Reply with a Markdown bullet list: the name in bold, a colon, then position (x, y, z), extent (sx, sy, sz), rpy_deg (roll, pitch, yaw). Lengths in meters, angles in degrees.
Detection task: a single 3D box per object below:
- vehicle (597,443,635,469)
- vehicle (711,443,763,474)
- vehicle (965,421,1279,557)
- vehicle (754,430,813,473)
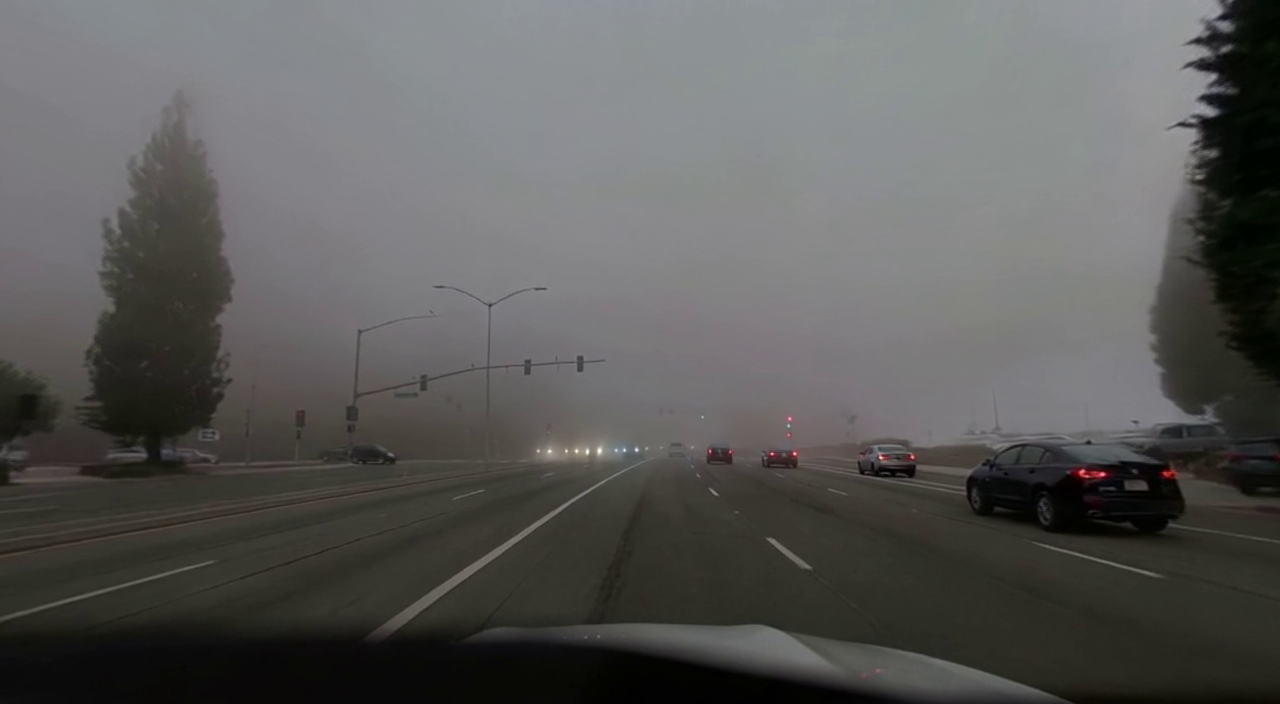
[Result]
- **vehicle**: position (-1.485, 6.732, 40.887), extent (1.958, 1.542, 4.175), rpy_deg (-1, -9, 5)
- **vehicle**: position (5.138, 5.718, 34.056), extent (2.292, 1.563, 4.734), rpy_deg (-1, -9, 2)
- **vehicle**: position (7.412, 2.011, 10.075), extent (2.051, 1.620, 4.702), rpy_deg (-1, -8, 2)
- **vehicle**: position (7.969, 5.606, 35.484), extent (2.186, 2.202, 5.426), rpy_deg (0, -9, 2)
